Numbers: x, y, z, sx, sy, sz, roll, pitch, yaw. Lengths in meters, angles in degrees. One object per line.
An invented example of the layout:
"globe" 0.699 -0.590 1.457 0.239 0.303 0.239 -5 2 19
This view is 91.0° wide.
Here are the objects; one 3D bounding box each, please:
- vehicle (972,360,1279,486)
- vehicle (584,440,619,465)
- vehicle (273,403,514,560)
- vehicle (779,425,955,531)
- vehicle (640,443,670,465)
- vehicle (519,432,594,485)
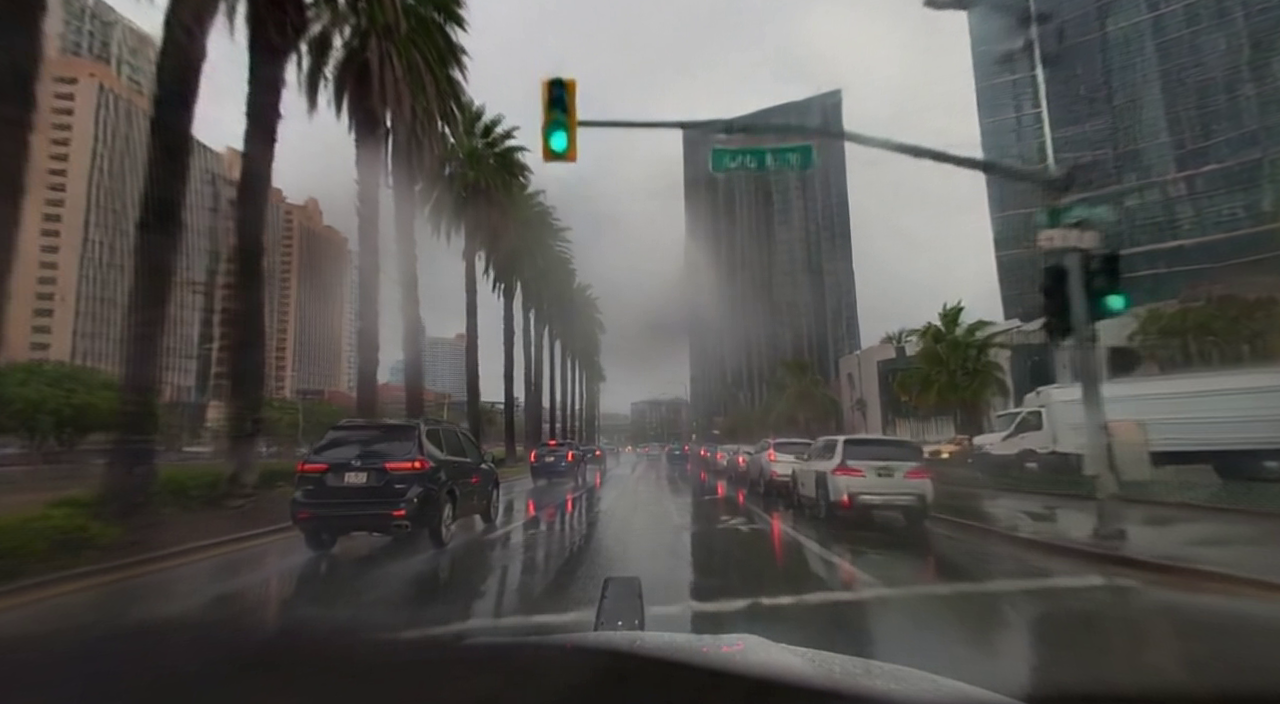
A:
"vehicle" 16.719 2.347 19.883 10.428 3.452 2.869 -7 -11 37
"vehicle" -2.592 6.868 43.170 1.955 1.637 4.243 0 -9 2
"vehicle" -3.280 1.811 9.439 1.800 1.797 4.224 0 -9 1
"vehicle" 4.348 2.477 13.020 1.965 1.735 4.835 0 -9 2
"vehicle" 1.032 7.152 44.261 2.036 1.461 3.890 0 -9 0
"vehicle" -2.947 3.900 23.242 2.014 1.740 4.392 0 -9 2
